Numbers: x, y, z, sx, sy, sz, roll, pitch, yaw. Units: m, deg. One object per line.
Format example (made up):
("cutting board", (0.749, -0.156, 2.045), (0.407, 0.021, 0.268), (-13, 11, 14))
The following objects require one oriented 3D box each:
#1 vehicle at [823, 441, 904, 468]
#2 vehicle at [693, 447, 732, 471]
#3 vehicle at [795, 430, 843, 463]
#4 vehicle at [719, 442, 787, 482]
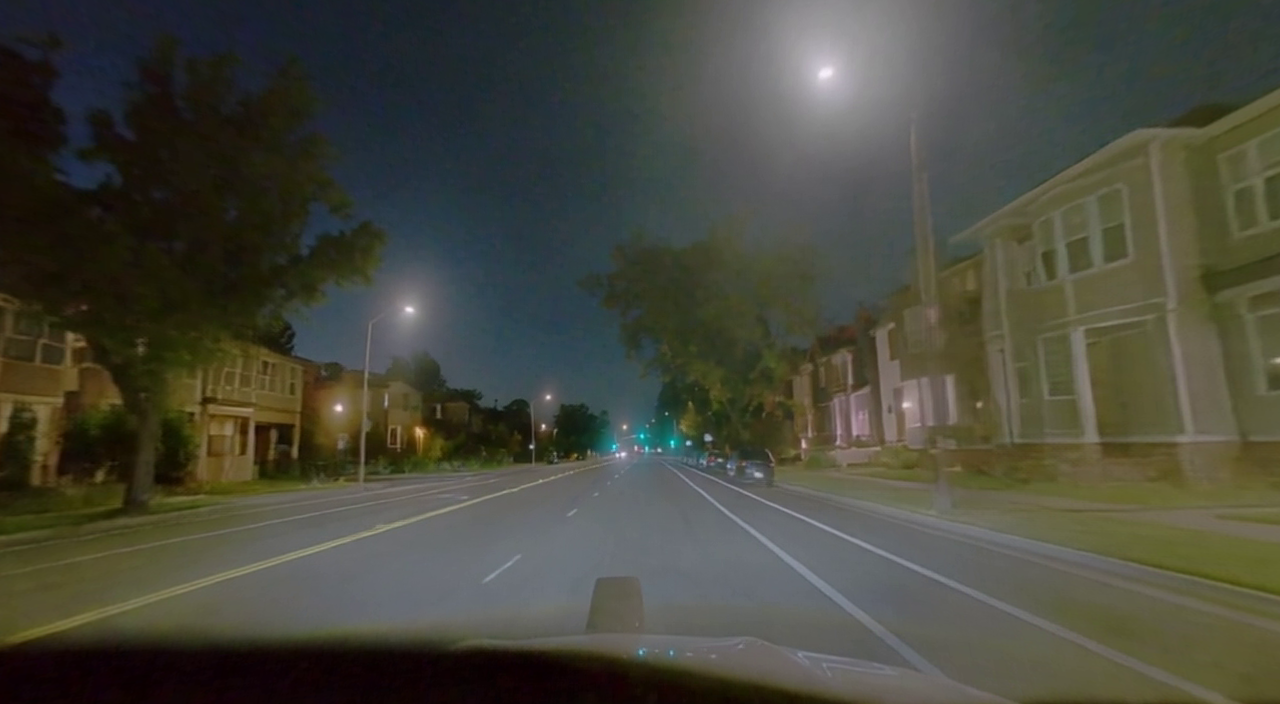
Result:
("vehicle", (13.207, 6.067, 37.520), (4.132, 1.535, 1.923), (0, -7, 2))
("vehicle", (4.883, 7.266, 43.314), (1.938, 1.464, 4.390), (-1, -8, -3))
("vehicle", (12.699, 6.644, 44.561), (2.330, 2.123, 6.314), (-3, -9, 23))
("vehicle", (4.817, 4.781, 27.596), (1.971, 1.558, 4.895), (0, -9, -1))
